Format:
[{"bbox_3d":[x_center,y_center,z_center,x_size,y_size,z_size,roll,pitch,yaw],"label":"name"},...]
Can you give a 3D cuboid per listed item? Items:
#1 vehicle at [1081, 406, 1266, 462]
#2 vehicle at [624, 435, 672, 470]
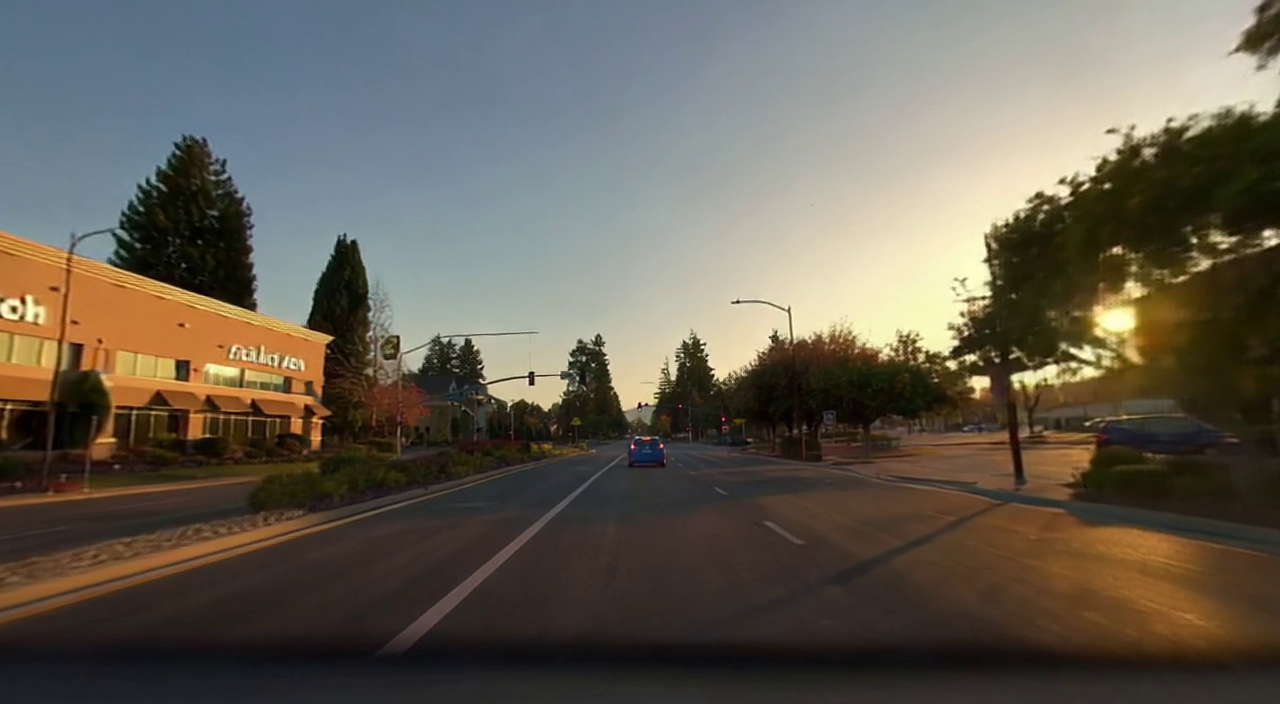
[{"bbox_3d":[23.355,3.711,28.176,2.647,2.185,6.556,-1,-8,2],"label":"vehicle"},{"bbox_3d":[0.285,4.597,29.110,2.028,1.478,4.545,0,-8,-1],"label":"vehicle"}]
